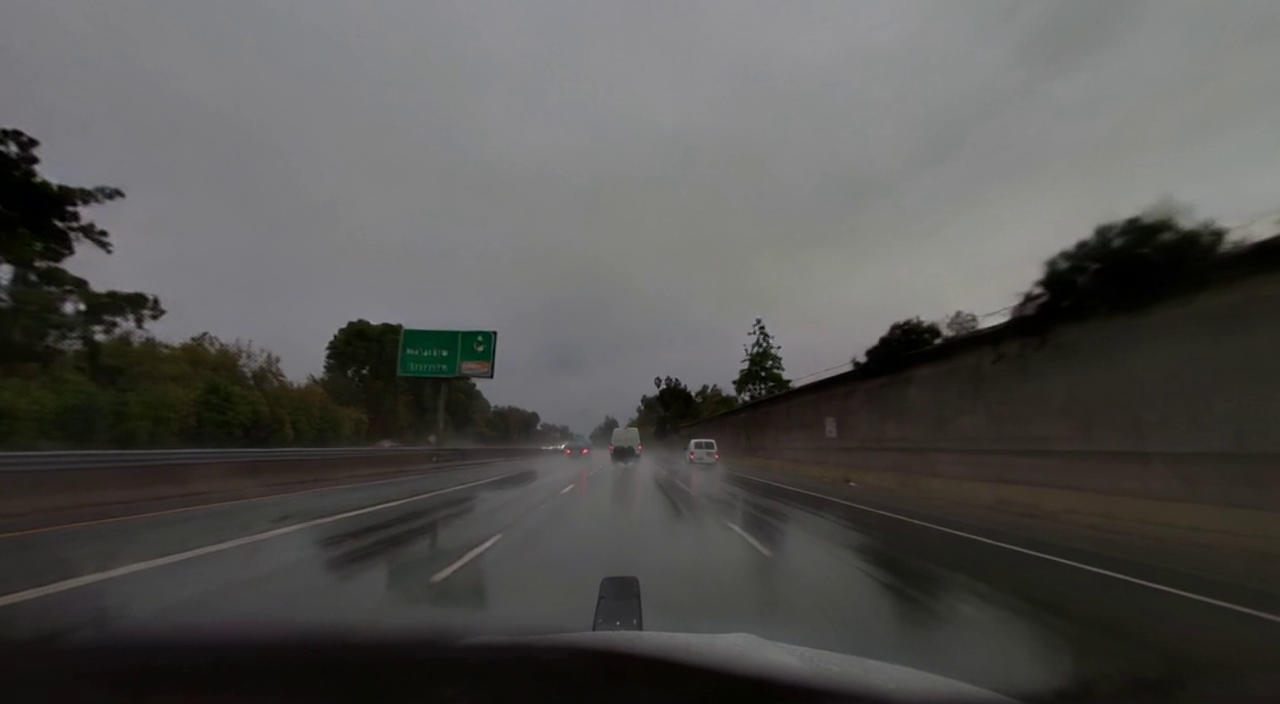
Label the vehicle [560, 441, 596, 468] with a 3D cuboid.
[{"bbox_3d":[-4.163,6.957,43.164,2.023,1.709,4.263,0,-8,0],"label":"vehicle"}]

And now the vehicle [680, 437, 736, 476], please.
[{"bbox_3d":[3.230,5.113,31.073,2.160,1.759,4.214,0,-8,-2],"label":"vehicle"}]

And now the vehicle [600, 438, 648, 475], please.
[{"bbox_3d":[-0.798,5.377,32.759,2.297,1.783,4.355,0,-8,-1],"label":"vehicle"}]
